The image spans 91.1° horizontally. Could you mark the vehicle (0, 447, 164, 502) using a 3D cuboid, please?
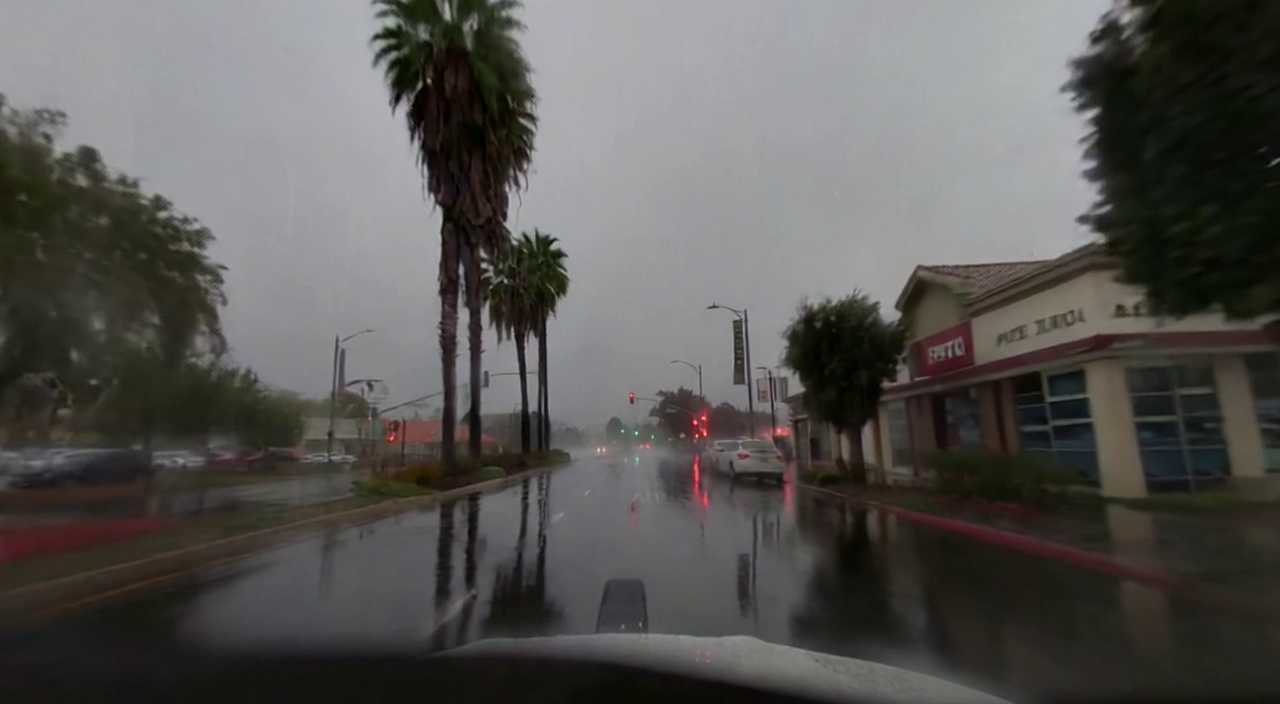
[{"bbox_3d":[-20.347,4.438,23.055,2.097,1.772,4.576,-1,-10,-1],"label":"vehicle"}]

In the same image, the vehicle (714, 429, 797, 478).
[{"bbox_3d":[4.182,3.783,23.595,2.089,1.652,4.668,1,-9,-2],"label":"vehicle"}]
